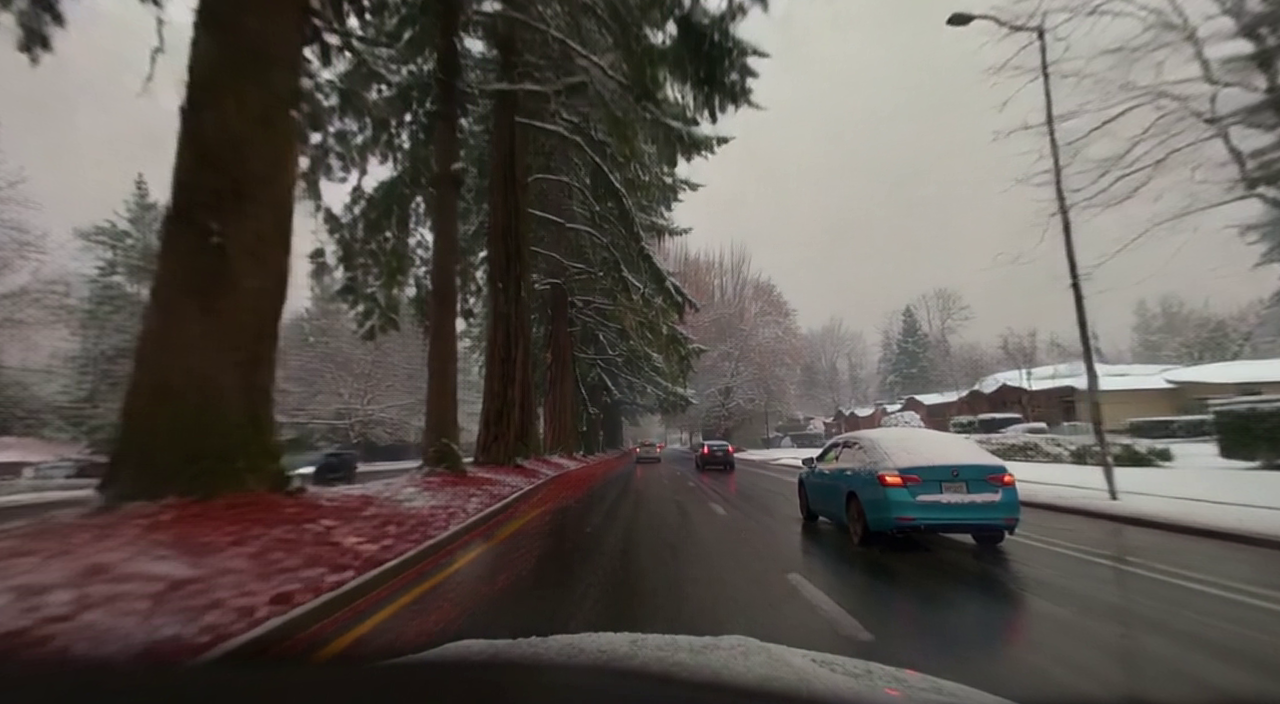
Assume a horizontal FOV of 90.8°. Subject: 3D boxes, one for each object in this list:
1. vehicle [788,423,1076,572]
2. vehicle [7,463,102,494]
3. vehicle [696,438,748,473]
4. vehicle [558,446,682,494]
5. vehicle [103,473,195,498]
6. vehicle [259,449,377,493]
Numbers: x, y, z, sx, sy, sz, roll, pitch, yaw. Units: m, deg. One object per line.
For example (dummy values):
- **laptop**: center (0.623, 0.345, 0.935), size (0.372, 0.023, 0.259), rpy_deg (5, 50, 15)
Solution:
- **vehicle**: center (3.550, 1.833, 8.738), size (1.985, 1.529, 4.147), rpy_deg (0, -8, 0)
- **vehicle**: center (-44.701, 9.679, 48.290), size (5.033, 2.130, 2.084), rpy_deg (1, -9, 0)
- **vehicle**: center (4.094, 5.292, 32.390), size (2.074, 1.652, 4.340), rpy_deg (0, -8, 0)
- **vehicle**: center (-0.676, 4.303, 23.169), size (4.279, 1.438, 2.037), rpy_deg (-3, -10, 4)
- **vehicle**: center (-31.595, 8.610, 40.727), size (4.432, 1.484, 1.839), rpy_deg (-1, -9, 3)
- **vehicle**: center (-12.282, 4.543, 24.565), size (2.063, 1.485, 4.756), rpy_deg (0, -8, 0)
